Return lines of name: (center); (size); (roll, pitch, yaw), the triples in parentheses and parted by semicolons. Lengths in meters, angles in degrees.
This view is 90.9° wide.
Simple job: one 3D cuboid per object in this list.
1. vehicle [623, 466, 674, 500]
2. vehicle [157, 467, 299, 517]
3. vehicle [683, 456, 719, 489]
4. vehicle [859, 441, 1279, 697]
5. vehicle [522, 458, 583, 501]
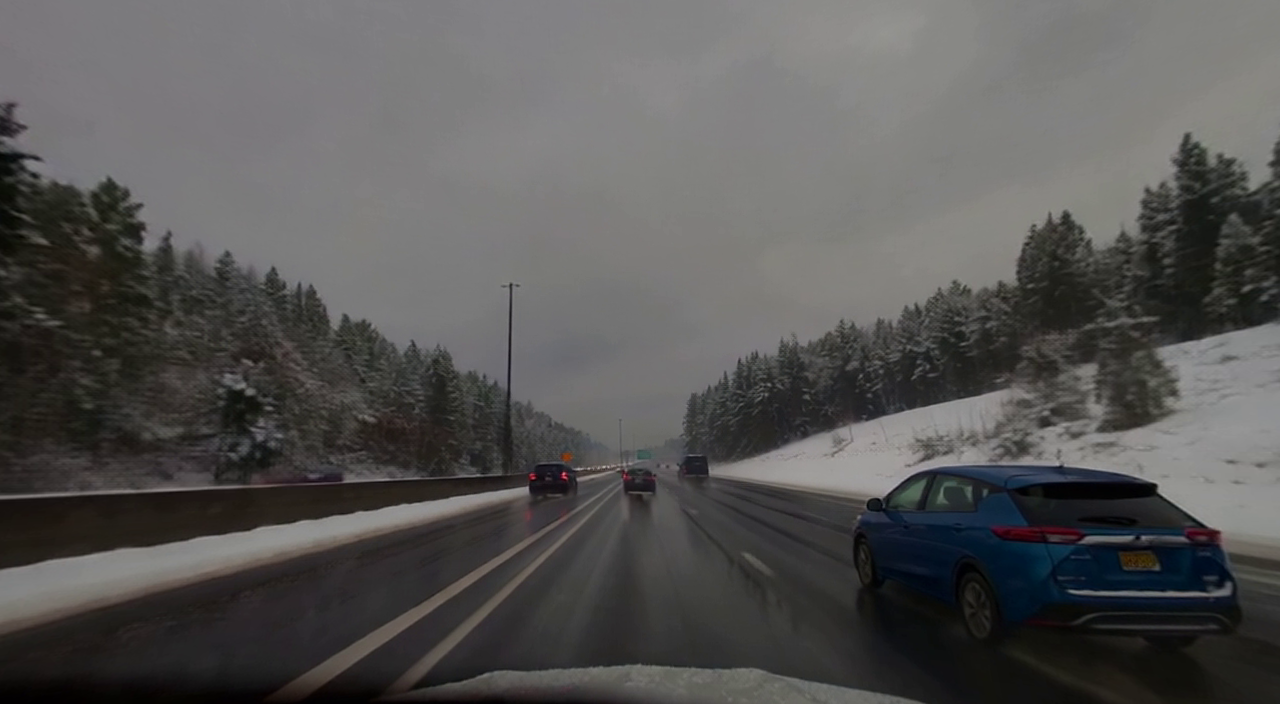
vehicle: (0.386, 6.119, 29.696); (2.241, 1.425, 3.973); (1, -10, 0)
vehicle: (-13.996, 4.749, 21.810); (1.814, 1.486, 4.645); (1, -10, -1)
vehicle: (4.249, 8.451, 44.375); (2.030, 2.172, 3.621); (1, -10, -1)
vehicle: (3.735, 1.711, 5.927); (1.938, 1.561, 3.786); (1, -10, -1)
vehicle: (-3.800, 5.614, 27.998); (2.021, 1.706, 4.247); (1, -10, 1)
